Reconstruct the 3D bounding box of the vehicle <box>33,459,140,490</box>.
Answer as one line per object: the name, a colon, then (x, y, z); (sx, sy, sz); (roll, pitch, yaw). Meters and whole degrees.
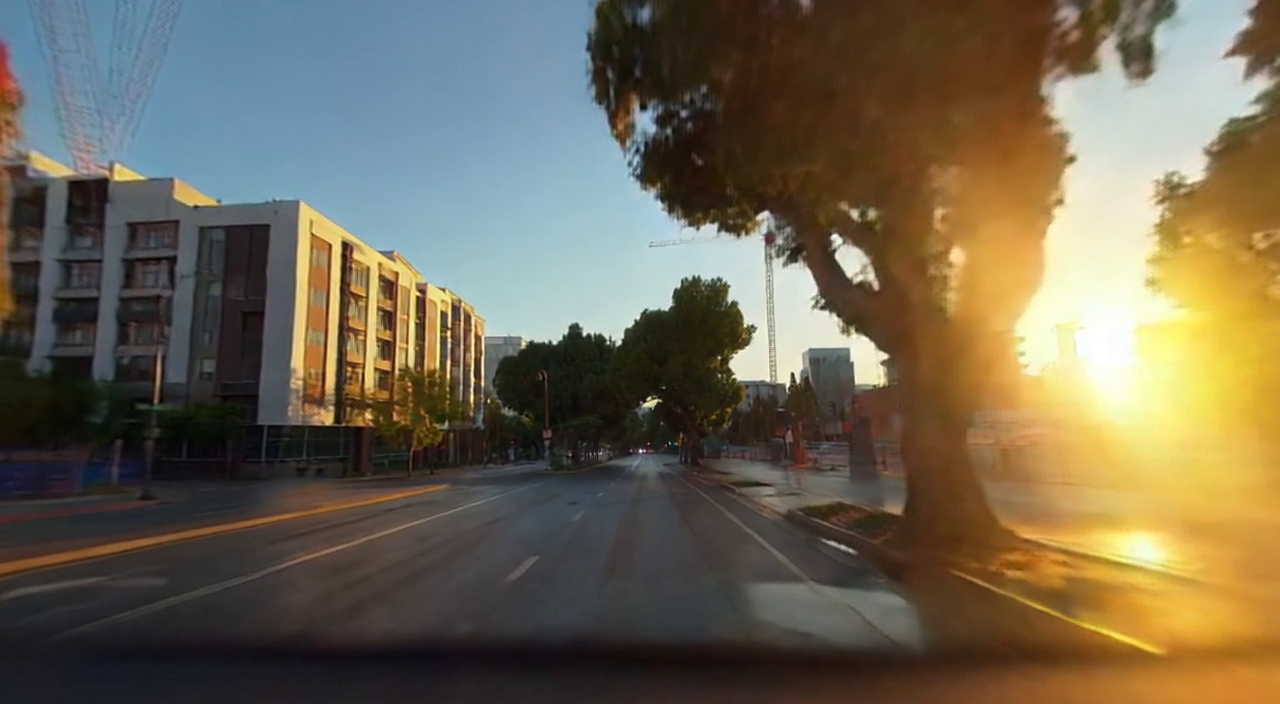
vehicle: (-32.641, 7.231, 37.273); (4.308, 1.598, 1.891); (0, -8, -8)
